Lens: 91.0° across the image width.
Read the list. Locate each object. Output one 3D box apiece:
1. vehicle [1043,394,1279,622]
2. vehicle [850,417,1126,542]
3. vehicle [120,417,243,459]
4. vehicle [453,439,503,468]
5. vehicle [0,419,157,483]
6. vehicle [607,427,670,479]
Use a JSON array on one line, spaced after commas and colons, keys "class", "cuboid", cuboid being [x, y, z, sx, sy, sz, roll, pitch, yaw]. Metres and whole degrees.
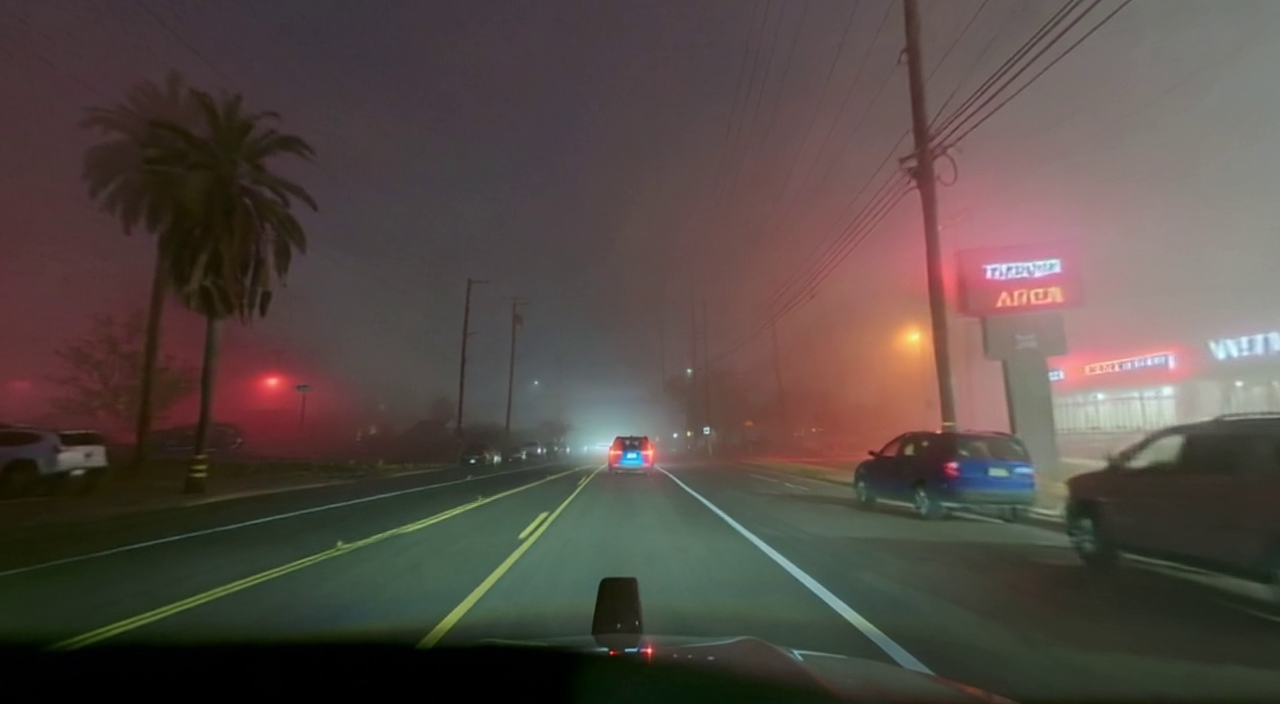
[{"class": "vehicle", "cuboid": [6.050, 1.323, 5.594, 1.945, 1.791, 4.460, 0, -8, 0]}, {"class": "vehicle", "cuboid": [6.002, 2.248, 11.908, 2.153, 1.801, 5.163, 0, -8, -1]}, {"class": "vehicle", "cuboid": [-20.784, 3.916, 28.651, 1.911, 1.762, 4.127, -8, -11, 43]}, {"class": "vehicle", "cuboid": [-10.382, 6.509, 40.687, 2.075, 1.693, 4.696, 0, -8, -1]}, {"class": "vehicle", "cuboid": [-17.513, 2.995, 19.249, 2.084, 1.678, 4.707, 0, -8, -6]}, {"class": "vehicle", "cuboid": [-0.105, 3.928, 24.770, 2.264, 1.798, 4.563, 0, -8, -1]}]
